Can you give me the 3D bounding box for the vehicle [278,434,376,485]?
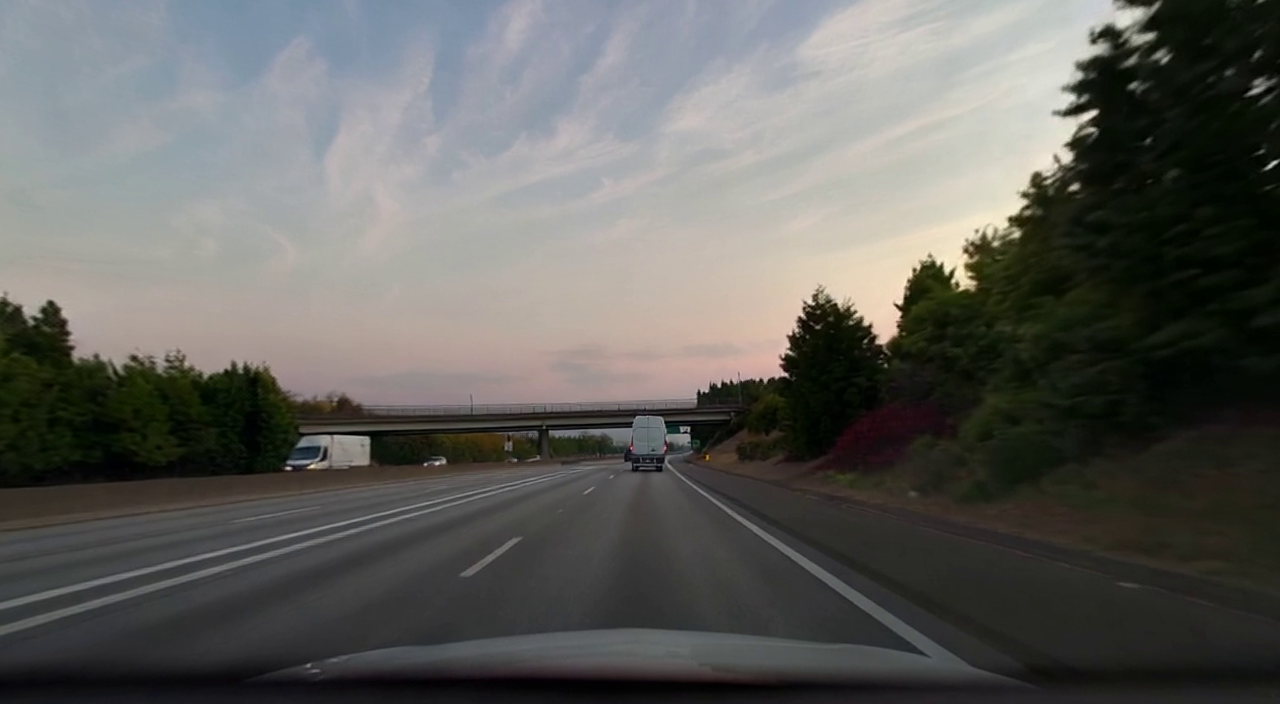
[{"bbox_3d":[-24.296,8.407,49.636,2.844,3.634,9.043,0,-9,1],"label":"vehicle"}]
